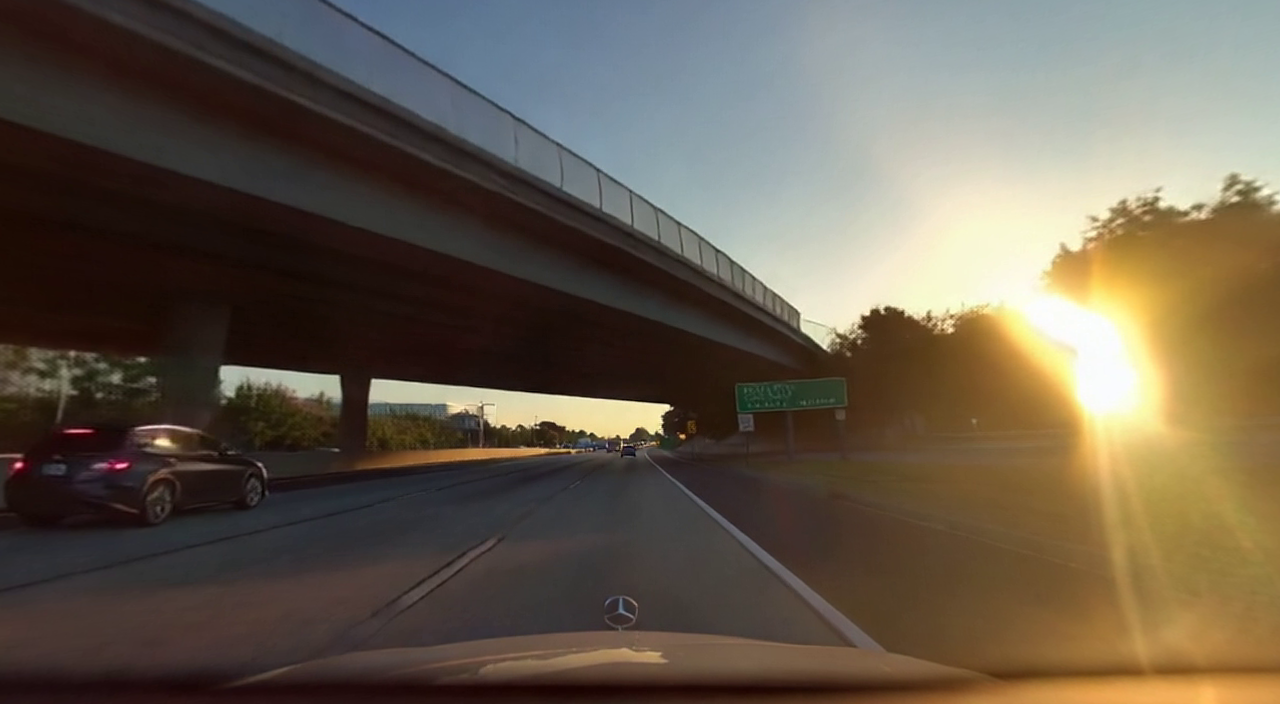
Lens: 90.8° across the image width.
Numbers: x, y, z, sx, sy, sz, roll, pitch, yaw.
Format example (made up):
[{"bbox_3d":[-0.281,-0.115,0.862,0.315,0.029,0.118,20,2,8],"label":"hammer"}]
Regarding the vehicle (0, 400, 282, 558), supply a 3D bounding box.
[{"bbox_3d":[-8.065,1.814,9.754,2.231,1.807,4.758,0,-8,0],"label":"vehicle"}]
